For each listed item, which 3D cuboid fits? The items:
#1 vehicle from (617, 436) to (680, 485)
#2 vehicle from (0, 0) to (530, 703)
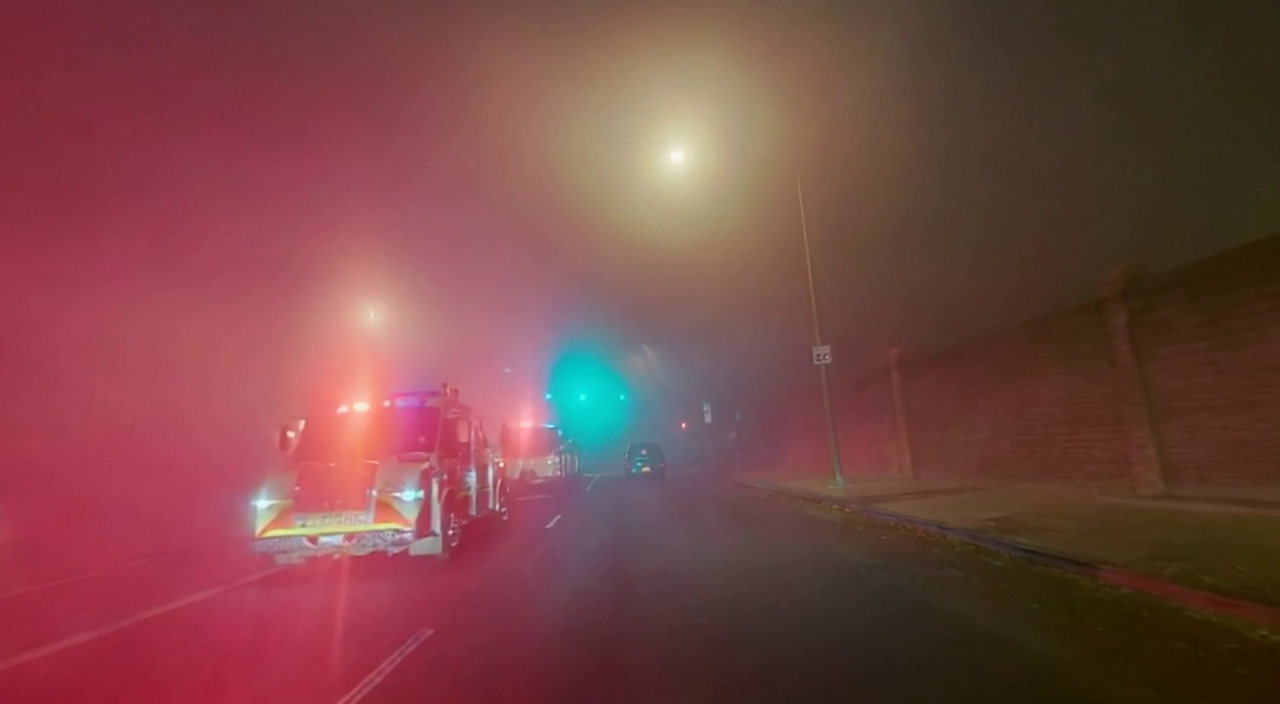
[{"bbox_3d":[0.242,4.586,26.849,2.332,1.831,4.930,0,-9,-3],"label":"vehicle"},{"bbox_3d":[-3.195,0.456,3.487,3.644,3.138,9.346,0,-9,-1],"label":"vehicle"}]
